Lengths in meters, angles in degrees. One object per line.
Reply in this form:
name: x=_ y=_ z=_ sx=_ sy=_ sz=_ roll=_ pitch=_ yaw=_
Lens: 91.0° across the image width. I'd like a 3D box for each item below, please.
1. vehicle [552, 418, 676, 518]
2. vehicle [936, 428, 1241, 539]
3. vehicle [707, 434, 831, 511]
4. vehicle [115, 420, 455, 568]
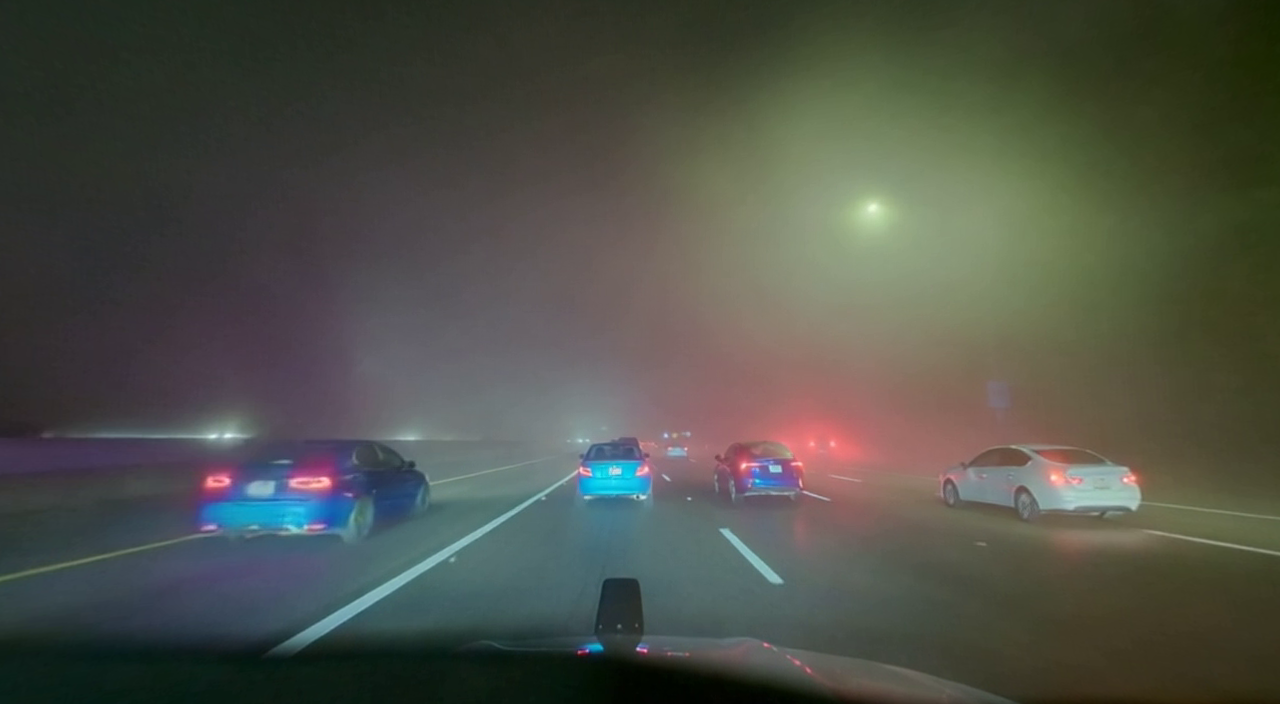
vehicle: x=-0.488 y=2.344 z=13.154 sx=2.181 sy=1.728 sz=3.970 roll=1 pitch=-9 yaw=-1
vehicle: x=7.879 y=2.337 z=11.865 sx=2.106 sy=1.641 sz=4.671 roll=1 pitch=-9 yaw=-4
vehicle: x=2.861 y=2.793 z=15.038 sx=1.975 sy=1.532 sz=4.227 roll=1 pitch=-9 yaw=-1
vehicle: x=-4.505 y=1.881 z=9.198 sx=2.071 sy=1.537 sz=4.912 roll=1 pitch=-9 yaw=0
